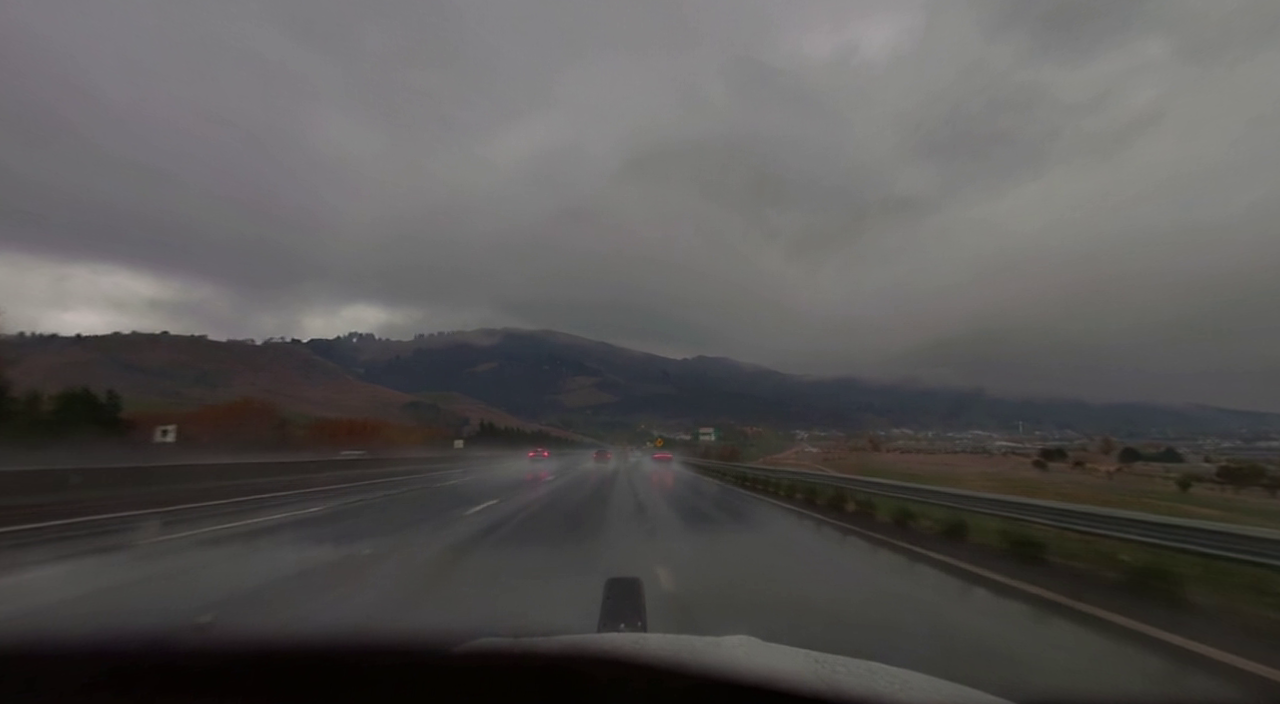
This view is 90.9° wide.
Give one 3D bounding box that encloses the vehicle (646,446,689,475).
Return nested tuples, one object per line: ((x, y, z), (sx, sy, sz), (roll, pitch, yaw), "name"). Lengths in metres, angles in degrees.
((1.466, 6.030, 35.176), (2.019, 1.475, 4.301), (0, -9, -2), "vehicle")

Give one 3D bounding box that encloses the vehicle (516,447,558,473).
((-6.127, 6.461, 37.972), (1.955, 1.468, 3.637), (0, -9, -1), "vehicle")
